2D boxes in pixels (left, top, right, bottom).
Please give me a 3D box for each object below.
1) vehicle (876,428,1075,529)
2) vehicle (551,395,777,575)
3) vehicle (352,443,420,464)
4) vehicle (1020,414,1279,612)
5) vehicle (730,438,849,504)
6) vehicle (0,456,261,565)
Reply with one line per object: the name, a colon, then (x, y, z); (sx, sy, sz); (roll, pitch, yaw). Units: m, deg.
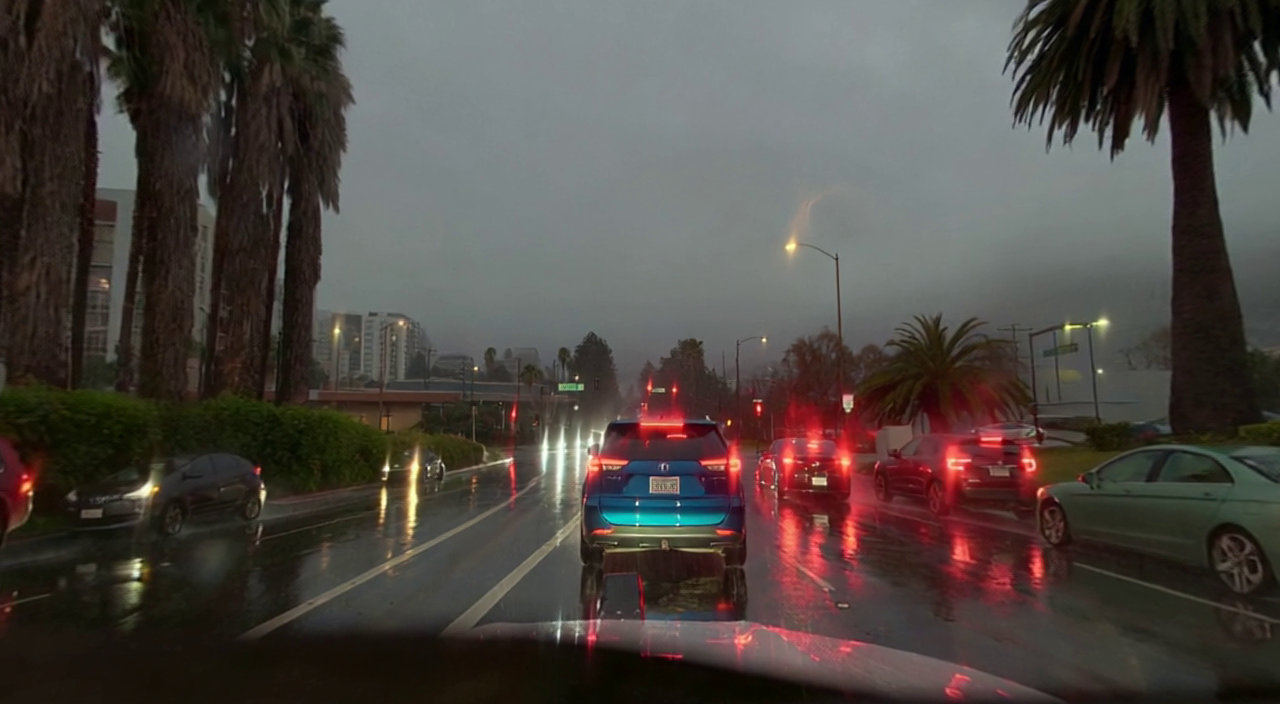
vehicle: (6.669, 2.527, 13.235); (1.930, 1.736, 4.329); (-1, -8, 3)
vehicle: (0.258, 1.658, 8.562); (2.264, 1.798, 4.258); (0, -8, 1)
vehicle: (-18.726, 7.490, 46.653); (1.759, 1.457, 4.297); (-7, -11, 38)
vehicle: (6.434, 1.594, 6.928); (1.935, 1.672, 4.139); (0, -8, 1)
vehicle: (3.747, 3.058, 16.725); (2.021, 1.480, 4.402); (0, -8, 0)
vehicle: (-9.580, 2.806, 11.896); (2.054, 1.467, 4.595); (-3, -8, 0)
